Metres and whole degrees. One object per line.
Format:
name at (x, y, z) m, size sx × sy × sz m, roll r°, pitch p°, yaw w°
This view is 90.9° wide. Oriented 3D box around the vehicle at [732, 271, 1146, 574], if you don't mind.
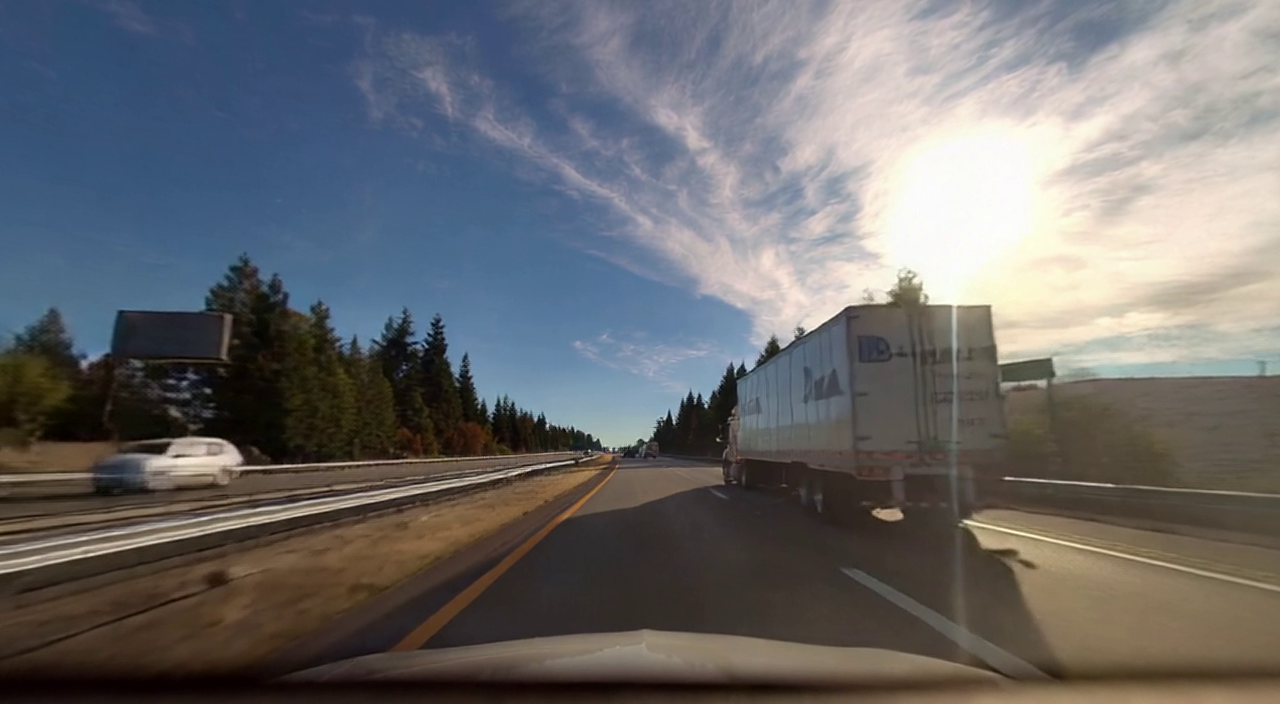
vehicle at (4.157, 1.636, 12.916) m, size 2.876 × 3.419 × 11.591 m, roll 0°, pitch -9°, yaw 0°
